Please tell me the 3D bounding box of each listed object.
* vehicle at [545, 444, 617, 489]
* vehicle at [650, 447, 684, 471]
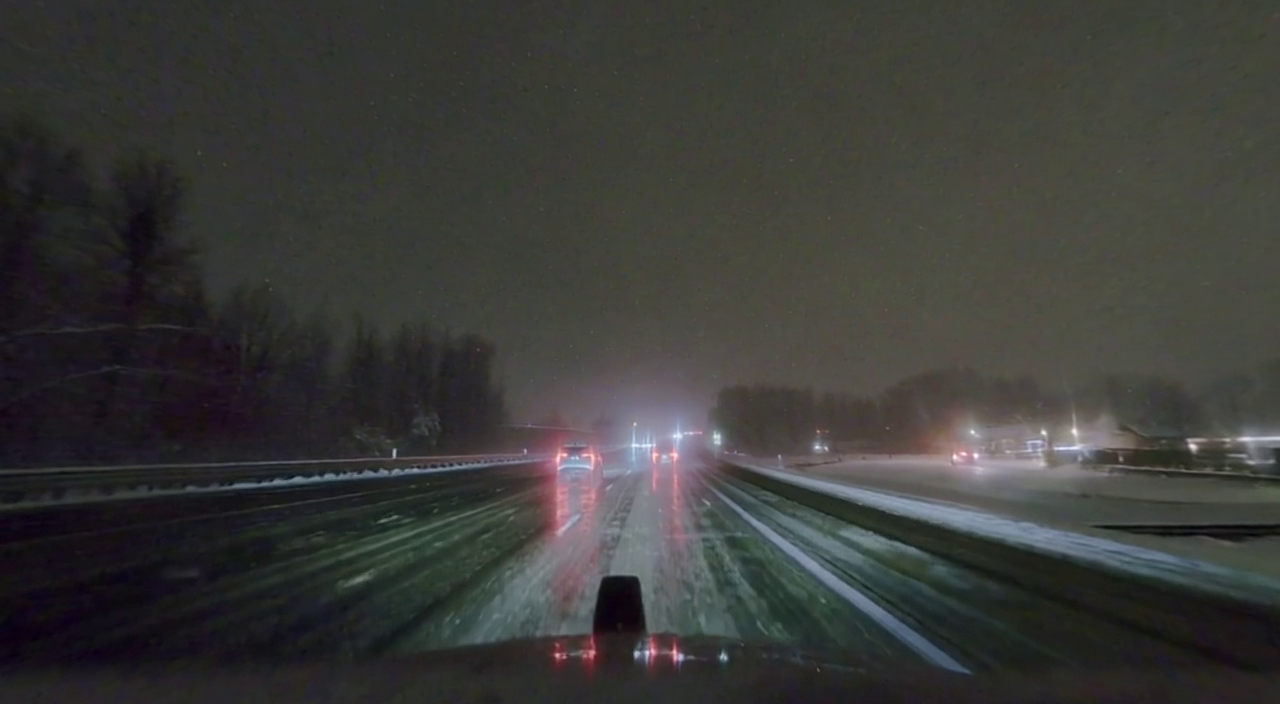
[{"bbox_3d":[-2.163,4.368,24.373,2.129,1.563,4.387,-1,-9,3],"label":"vehicle"},{"bbox_3d":[1.802,7.045,41.692,2.129,1.502,4.321,0,-9,2],"label":"vehicle"}]
